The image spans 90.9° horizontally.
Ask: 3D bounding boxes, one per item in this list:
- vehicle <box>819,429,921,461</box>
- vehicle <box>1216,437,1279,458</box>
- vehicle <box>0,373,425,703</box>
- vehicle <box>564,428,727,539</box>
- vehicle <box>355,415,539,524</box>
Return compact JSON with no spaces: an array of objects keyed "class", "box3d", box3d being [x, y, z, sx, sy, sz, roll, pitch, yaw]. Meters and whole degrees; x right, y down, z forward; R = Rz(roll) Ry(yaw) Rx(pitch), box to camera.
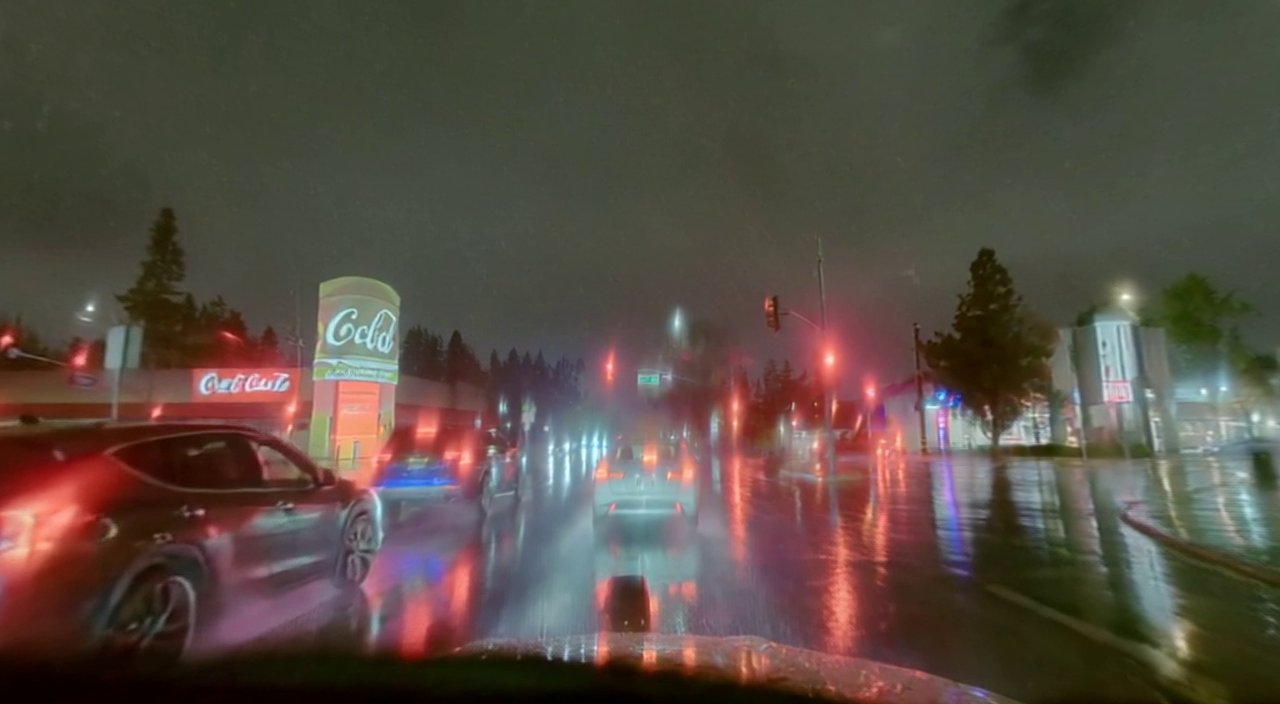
[{"class":"vehicle","box3d":[13.003,5.306,35.842,5.032,1.762,1.982,0,-8,0]},{"class":"vehicle","box3d":[43.625,6.684,44.274,4.582,1.442,1.860,0,-8,-2]},{"class":"vehicle","box3d":[-3.323,1.150,4.412,2.029,1.517,4.375,0,-8,1]},{"class":"vehicle","box3d":[0.163,2.103,10.721,2.258,1.507,3.896,-1,-8,3]},{"class":"vehicle","box3d":[-3.418,2.182,12.187,2.009,1.704,4.230,0,-8,3]}]
